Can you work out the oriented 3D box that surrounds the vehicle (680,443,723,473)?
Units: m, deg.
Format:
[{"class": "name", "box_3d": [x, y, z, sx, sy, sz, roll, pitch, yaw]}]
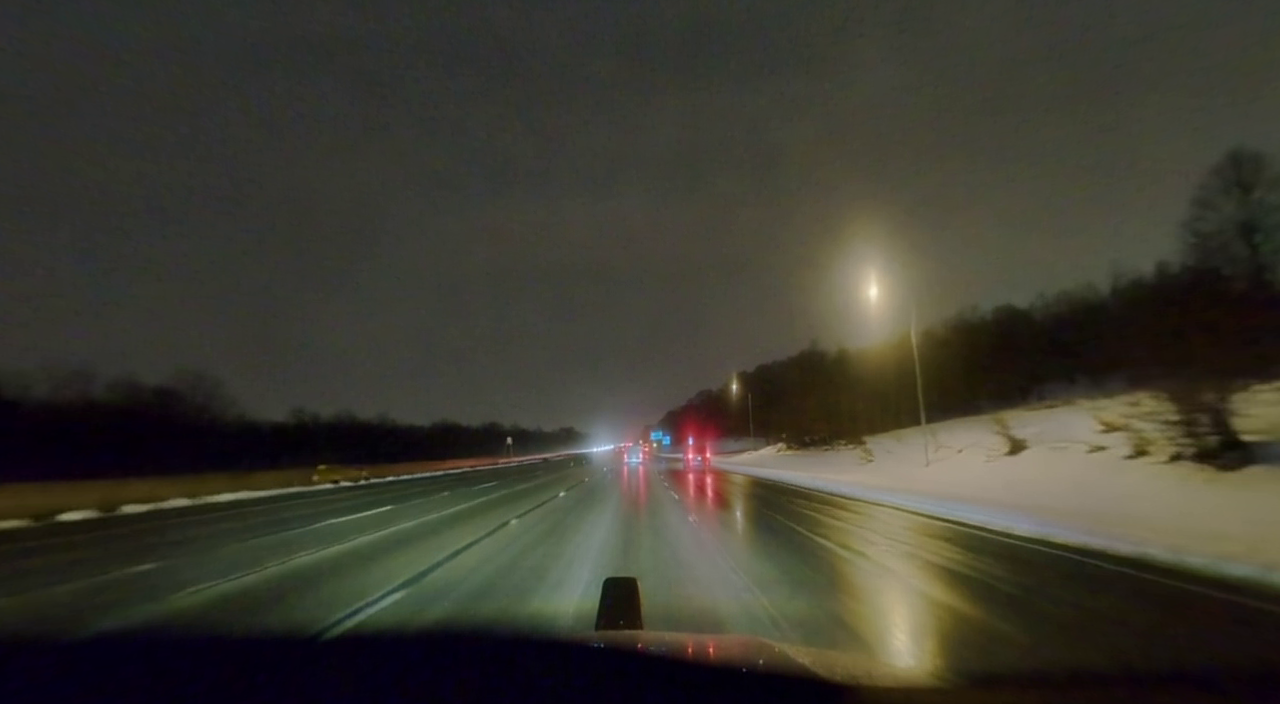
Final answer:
[{"class": "vehicle", "box_3d": [3.753, 6.559, 39.326, 2.133, 1.746, 4.511, 0, -9, 0]}]
